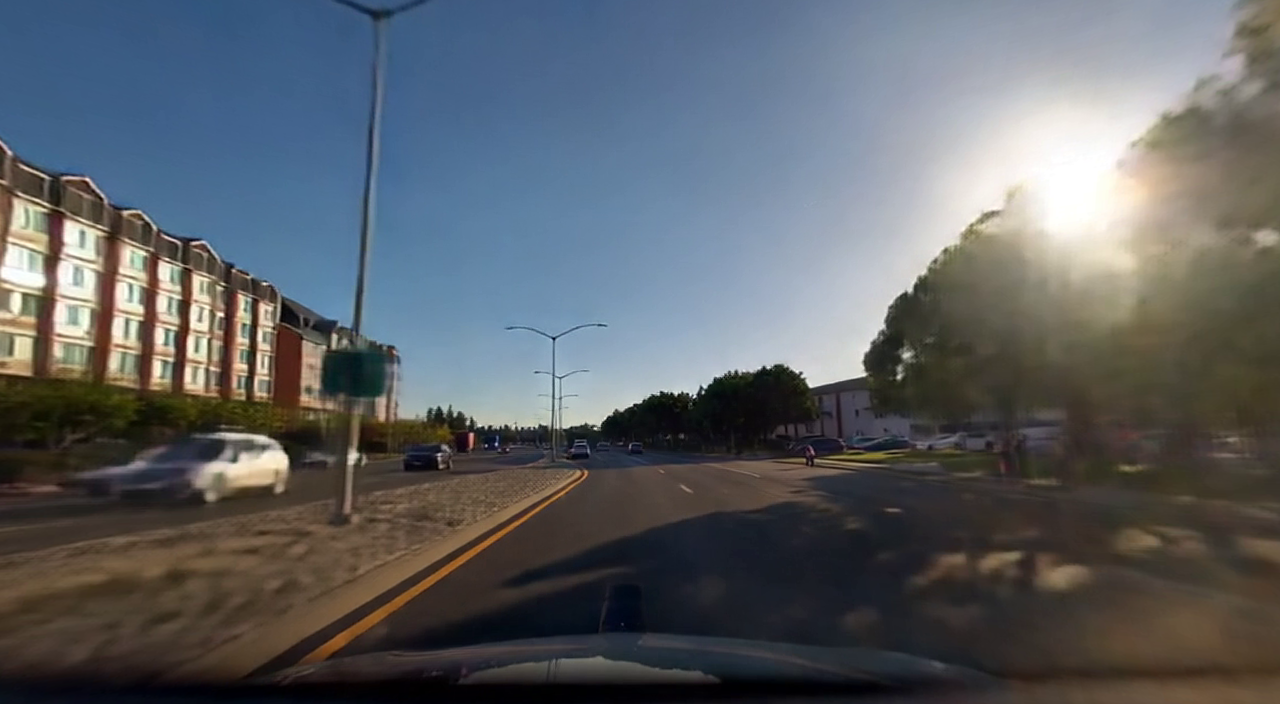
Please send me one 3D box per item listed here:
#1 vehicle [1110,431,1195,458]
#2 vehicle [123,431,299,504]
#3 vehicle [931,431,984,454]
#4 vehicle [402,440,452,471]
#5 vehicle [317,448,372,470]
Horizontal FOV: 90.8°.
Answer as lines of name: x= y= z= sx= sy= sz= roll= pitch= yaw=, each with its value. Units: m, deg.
vehicle: x=31.170 y=5.627 z=38.430 sx=4.313 sy=1.549 sz=1.851 roll=3 pitch=-9 yaw=-18
vehicle: x=-12.323 y=3.323 z=18.662 sx=1.816 sy=1.843 sz=4.863 roll=0 pitch=-9 yaw=-1
vehicle: x=23.561 y=6.725 z=46.740 sx=2.219 sy=1.587 sz=5.047 roll=-8 pitch=-11 yaw=41
vehicle: x=-13.647 y=6.635 z=40.679 sx=1.927 sy=1.828 sz=4.112 roll=0 pitch=-9 yaw=-2
vehicle: x=-21.823 y=7.903 z=46.862 sx=2.155 sy=1.542 sz=4.584 roll=1 pitch=-9 yaw=-5
